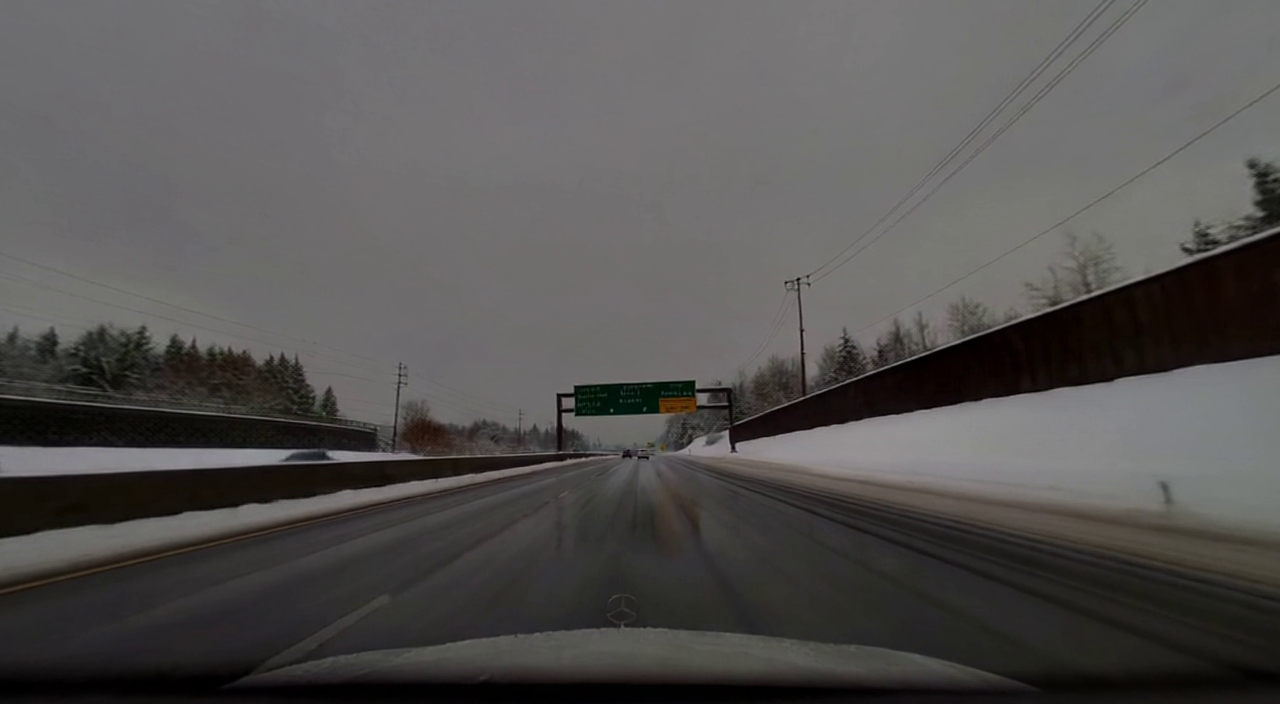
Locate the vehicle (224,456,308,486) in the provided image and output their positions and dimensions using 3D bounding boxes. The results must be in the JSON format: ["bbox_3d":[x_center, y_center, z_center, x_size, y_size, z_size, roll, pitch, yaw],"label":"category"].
[{"bbox_3d":[-20.359,6.463,34.559,1.831,1.473,4.526,0,-9,-1],"label":"vehicle"}]
